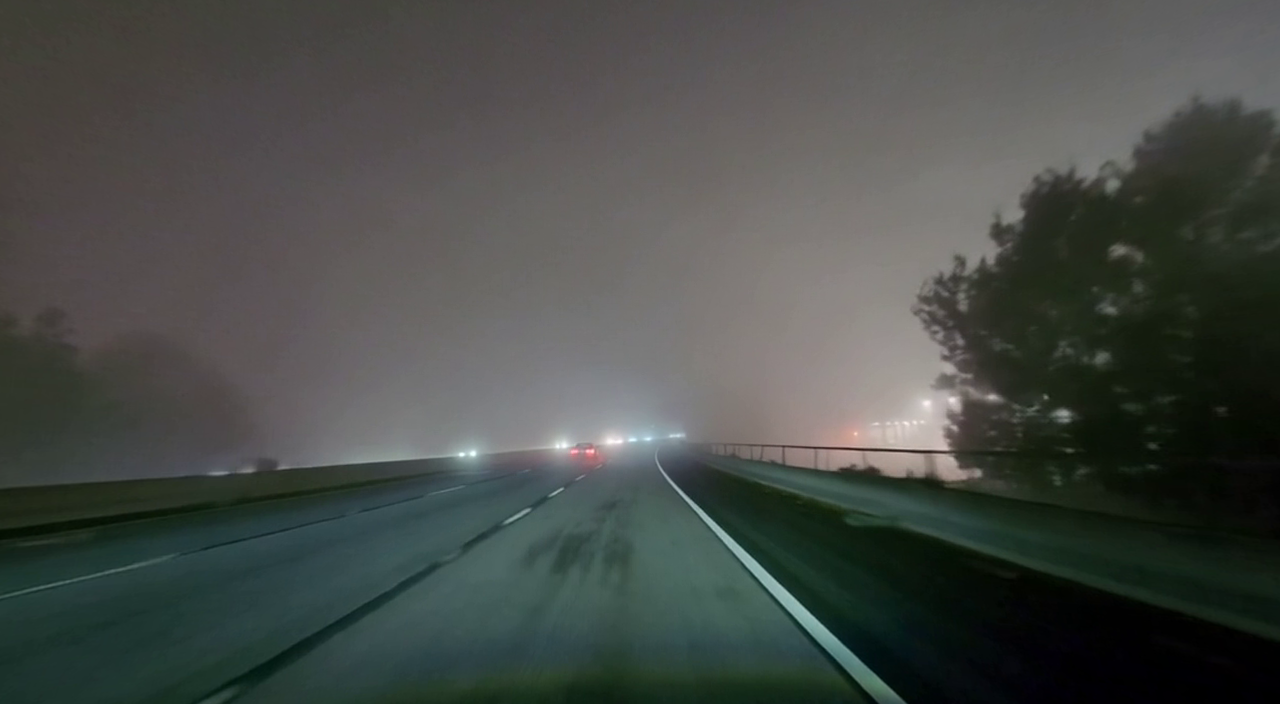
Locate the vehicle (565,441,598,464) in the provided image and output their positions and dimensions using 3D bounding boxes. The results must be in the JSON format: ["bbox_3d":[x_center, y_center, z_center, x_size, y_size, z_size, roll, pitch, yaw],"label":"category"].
[{"bbox_3d":[-4.218,7.349,45.976,1.998,1.584,4.005,0,-9,1],"label":"vehicle"}]

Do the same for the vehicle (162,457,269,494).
[{"bbox_3d":[-20.340,5.900,30.301,1.974,1.589,4.426,0,-9,1],"label":"vehicle"}]
